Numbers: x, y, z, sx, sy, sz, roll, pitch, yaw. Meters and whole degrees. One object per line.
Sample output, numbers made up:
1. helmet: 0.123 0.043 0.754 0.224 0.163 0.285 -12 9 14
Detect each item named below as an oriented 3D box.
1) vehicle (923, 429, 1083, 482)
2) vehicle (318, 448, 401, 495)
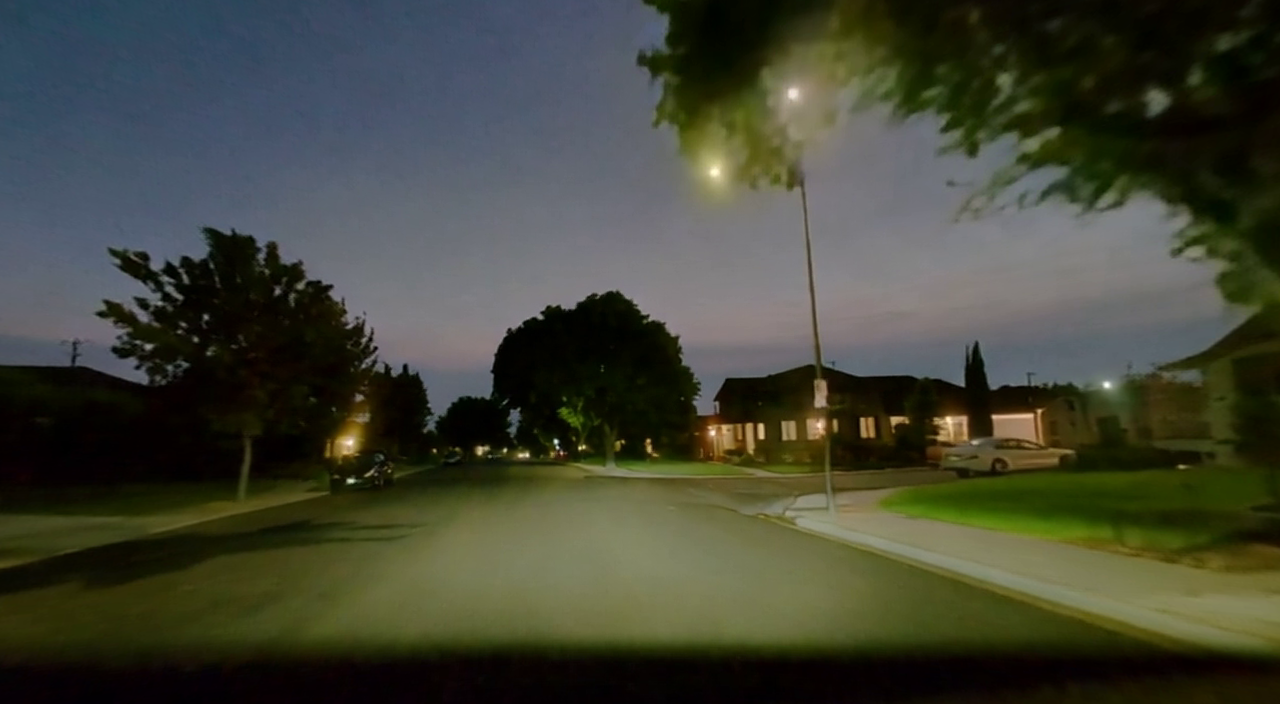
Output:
1. vehicle: 13.360 3.796 23.275 4.933 1.817 2.014 1 -8 -12
2. vehicle: -10.516 4.479 23.922 1.938 1.499 4.290 -2 -9 -11
